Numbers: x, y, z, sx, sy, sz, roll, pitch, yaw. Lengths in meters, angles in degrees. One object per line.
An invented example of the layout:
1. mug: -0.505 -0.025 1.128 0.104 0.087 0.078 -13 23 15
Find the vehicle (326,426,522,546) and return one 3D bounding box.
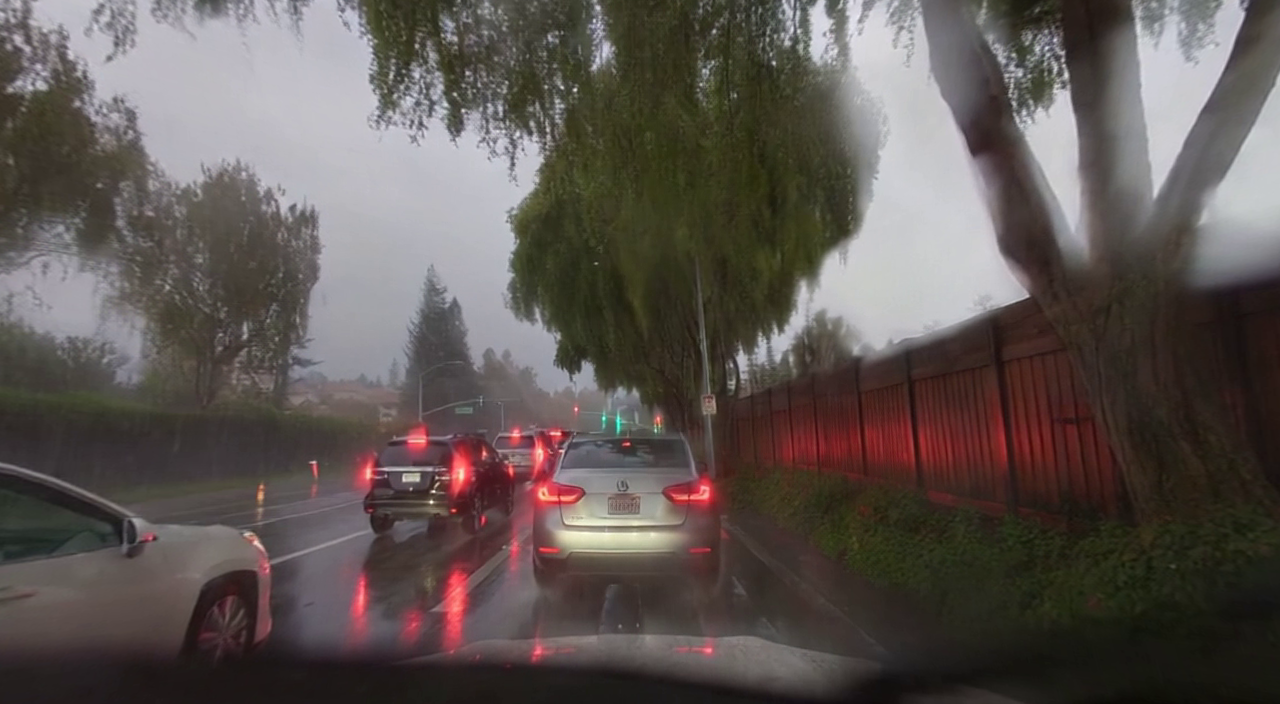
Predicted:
1. vehicle: -3.224 2.061 10.261 1.850 1.582 3.688 0 -8 0

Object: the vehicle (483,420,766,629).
1. vehicle: -0.136 1.513 6.455 1.995 1.460 3.865 0 -8 -1

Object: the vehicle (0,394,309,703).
1. vehicle: -3.078 0.836 1.579 1.980 1.520 4.636 0 -8 0
